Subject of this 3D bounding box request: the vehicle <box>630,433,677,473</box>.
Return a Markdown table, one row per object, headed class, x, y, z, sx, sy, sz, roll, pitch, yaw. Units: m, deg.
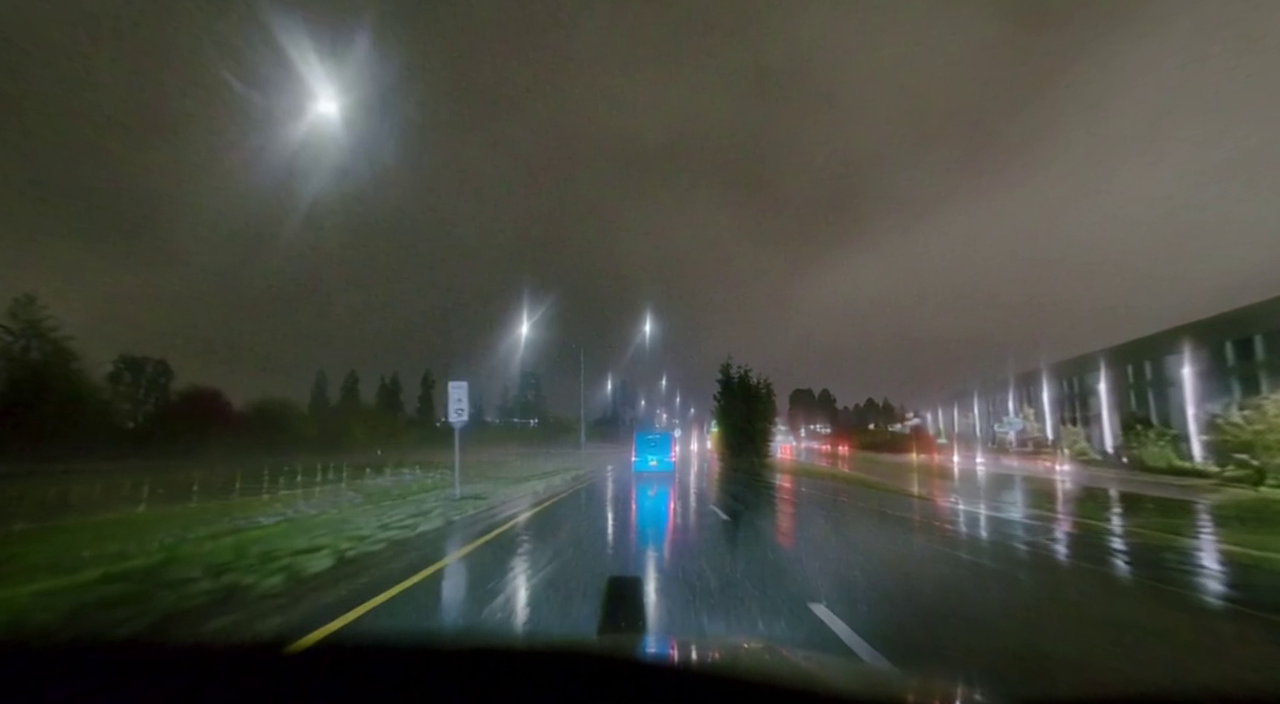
| class | x | y | z | sx | sy | sz | roll | pitch | yaw |
| --- | --- | --- | --- | --- | --- | --- | --- | --- | --- |
| vehicle | 0.898 | 5.863 | 36.678 | 2.546 | 2.126 | 5.153 | -1 | -9 | 3 |
